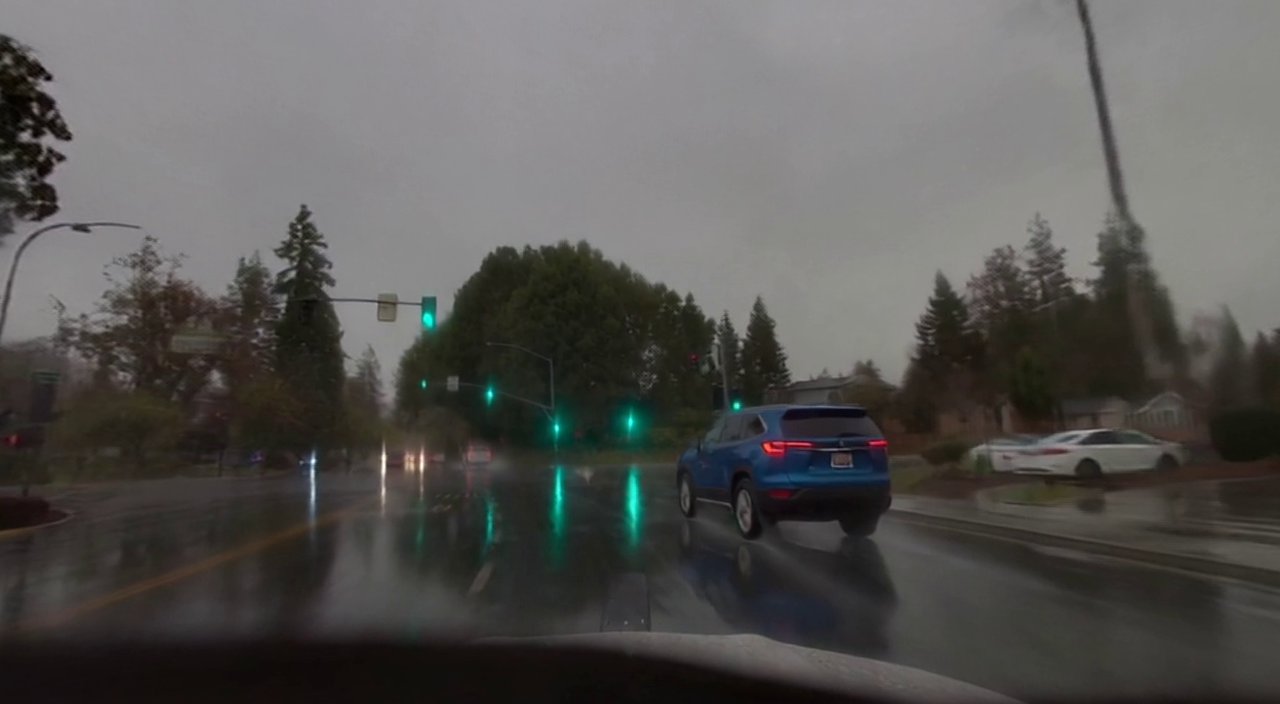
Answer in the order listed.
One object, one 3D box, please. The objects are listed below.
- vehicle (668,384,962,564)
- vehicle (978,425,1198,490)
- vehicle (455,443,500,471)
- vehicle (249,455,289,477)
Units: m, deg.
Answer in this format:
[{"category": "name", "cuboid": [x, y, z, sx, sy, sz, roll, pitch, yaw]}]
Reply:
[{"category": "vehicle", "cuboid": [2.250, 1.841, 10.314, 2.338, 2.063, 5.592, 1, -9, -11]}, {"category": "vehicle", "cuboid": [11.414, 2.697, 16.269, 4.169, 1.527, 2.053, 0, -9, -6]}, {"category": "vehicle", "cuboid": [-10.798, 6.873, 41.686, 2.138, 1.729, 4.178, 4, -9, -24]}, {"category": "vehicle", "cuboid": [-28.788, 8.821, 49.017, 1.955, 1.509, 4.640, 0, -8, -21]}]
